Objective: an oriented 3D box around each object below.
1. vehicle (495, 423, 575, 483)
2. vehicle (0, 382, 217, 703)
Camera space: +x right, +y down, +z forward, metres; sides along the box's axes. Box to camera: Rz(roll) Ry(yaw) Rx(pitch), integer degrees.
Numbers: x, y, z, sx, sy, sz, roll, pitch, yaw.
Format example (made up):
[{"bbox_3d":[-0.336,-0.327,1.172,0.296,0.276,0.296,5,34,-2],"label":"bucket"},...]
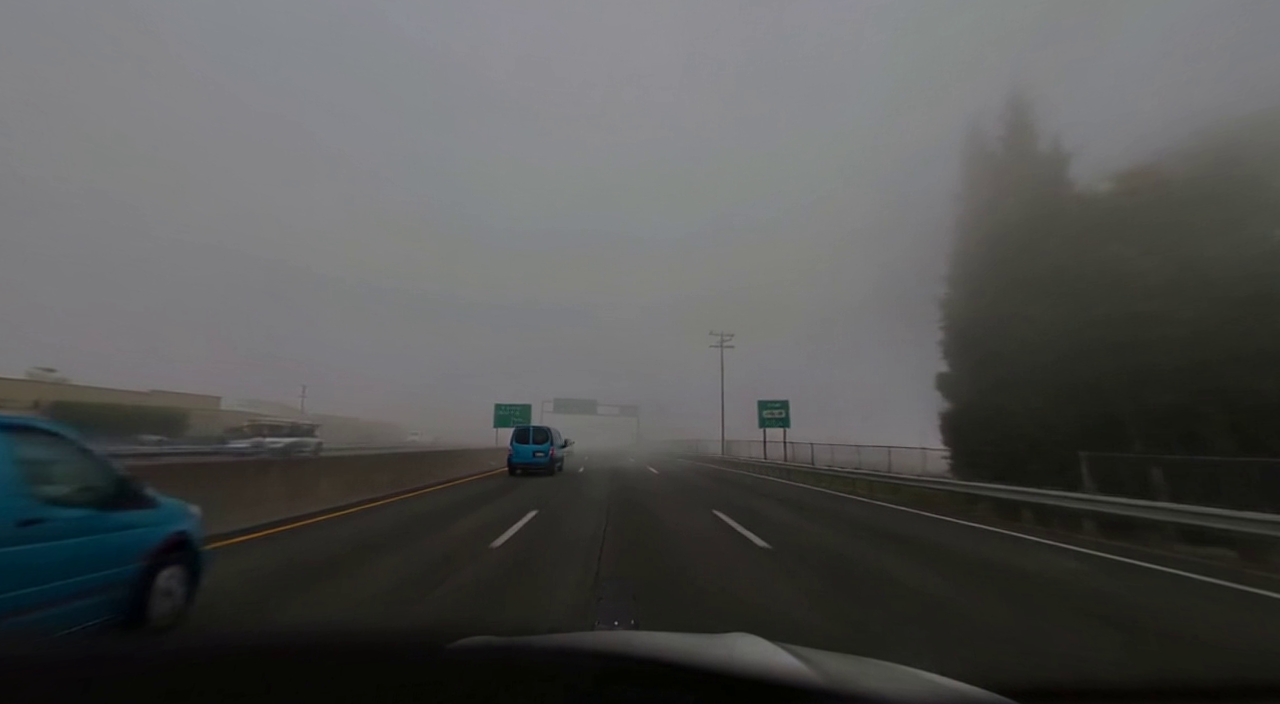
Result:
[{"bbox_3d":[-3.669,3.636,22.940,2.260,1.901,4.665,0,-8,-2],"label":"vehicle"},{"bbox_3d":[-3.988,0.844,2.317,2.045,1.547,4.162,0,-8,-2],"label":"vehicle"}]
